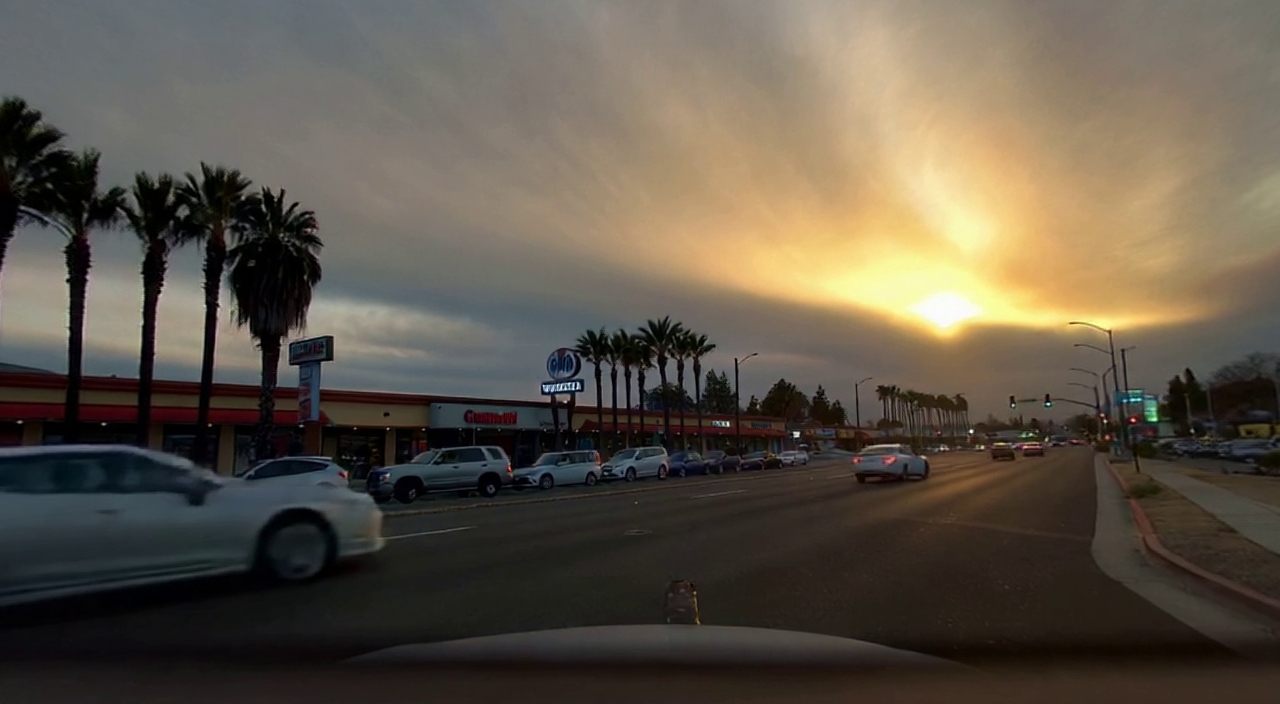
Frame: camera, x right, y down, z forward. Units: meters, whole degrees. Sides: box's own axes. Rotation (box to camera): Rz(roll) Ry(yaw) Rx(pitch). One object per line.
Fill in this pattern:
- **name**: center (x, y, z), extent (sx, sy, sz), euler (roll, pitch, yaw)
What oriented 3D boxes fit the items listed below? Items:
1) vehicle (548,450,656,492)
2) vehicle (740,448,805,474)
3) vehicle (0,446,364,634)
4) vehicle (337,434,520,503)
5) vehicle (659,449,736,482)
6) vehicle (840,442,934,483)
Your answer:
- **vehicle**: center (-1.386, 4.648, 25.001), extent (1.837, 1.468, 4.389), euler (-6, -11, 37)
- **vehicle**: center (8.056, 6.537, 38.051), extent (1.981, 1.493, 4.721), euler (-6, -11, 36)
- **vehicle**: center (-5.560, 1.637, 6.009), extent (4.918, 1.461, 2.139), euler (7, -11, -36)
- **vehicle**: center (-6.167, 3.593, 18.990), extent (1.989, 1.792, 4.884), euler (-9, -15, 35)
- **vehicle**: center (2.876, 5.495, 30.843), extent (1.776, 1.448, 4.137), euler (-6, -11, 37)
- **vehicle**: center (10.492, 4.577, 26.472), extent (2.232, 1.513, 5.090), euler (-6, -11, 37)
